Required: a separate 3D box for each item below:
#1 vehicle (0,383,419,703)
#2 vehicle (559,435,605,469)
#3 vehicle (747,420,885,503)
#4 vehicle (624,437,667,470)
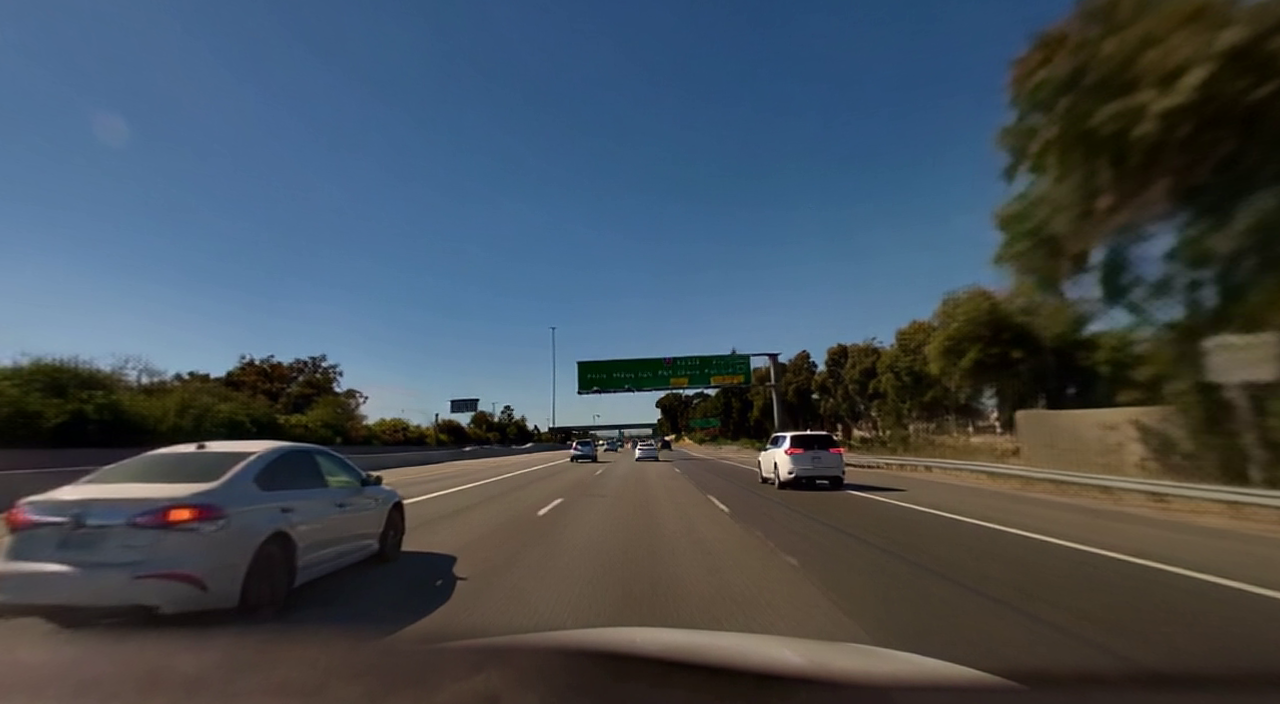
[{"bbox_3d":[-3.453,1.222,4.504,2.066,1.561,4.495,0,-8,0],"label":"vehicle"},{"bbox_3d":[-3.082,5.434,34.309,2.044,1.682,4.201,-1,-8,1],"label":"vehicle"},{"bbox_3d":[4.050,2.605,15.297,2.025,1.707,4.279,0,-8,-1],"label":"vehicle"},{"bbox_3d":[0.278,5.146,31.884,2.049,1.542,3.816,0,-8,1],"label":"vehicle"}]
